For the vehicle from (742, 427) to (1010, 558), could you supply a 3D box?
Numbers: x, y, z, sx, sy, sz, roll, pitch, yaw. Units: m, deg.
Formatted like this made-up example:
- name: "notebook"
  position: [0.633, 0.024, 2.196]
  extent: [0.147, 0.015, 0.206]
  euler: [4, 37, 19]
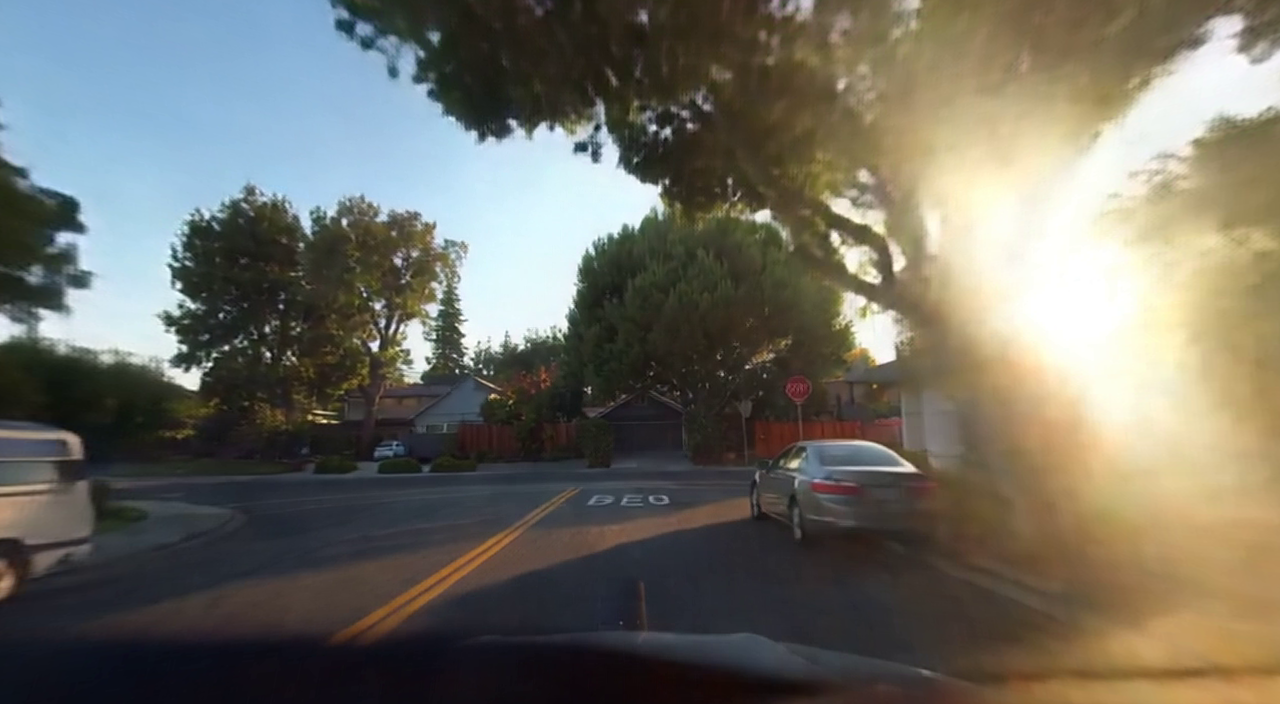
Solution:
- name: "vehicle"
  position: [3.072, 1.943, 9.555]
  extent: [2.167, 1.479, 4.597]
  euler: [0, -8, -2]

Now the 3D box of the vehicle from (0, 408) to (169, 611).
- name: "vehicle"
  position: [-6.902, 1.350, 4.881]
  extent: [2.225, 1.817, 5.731]
  euler: [-2, -8, -1]
